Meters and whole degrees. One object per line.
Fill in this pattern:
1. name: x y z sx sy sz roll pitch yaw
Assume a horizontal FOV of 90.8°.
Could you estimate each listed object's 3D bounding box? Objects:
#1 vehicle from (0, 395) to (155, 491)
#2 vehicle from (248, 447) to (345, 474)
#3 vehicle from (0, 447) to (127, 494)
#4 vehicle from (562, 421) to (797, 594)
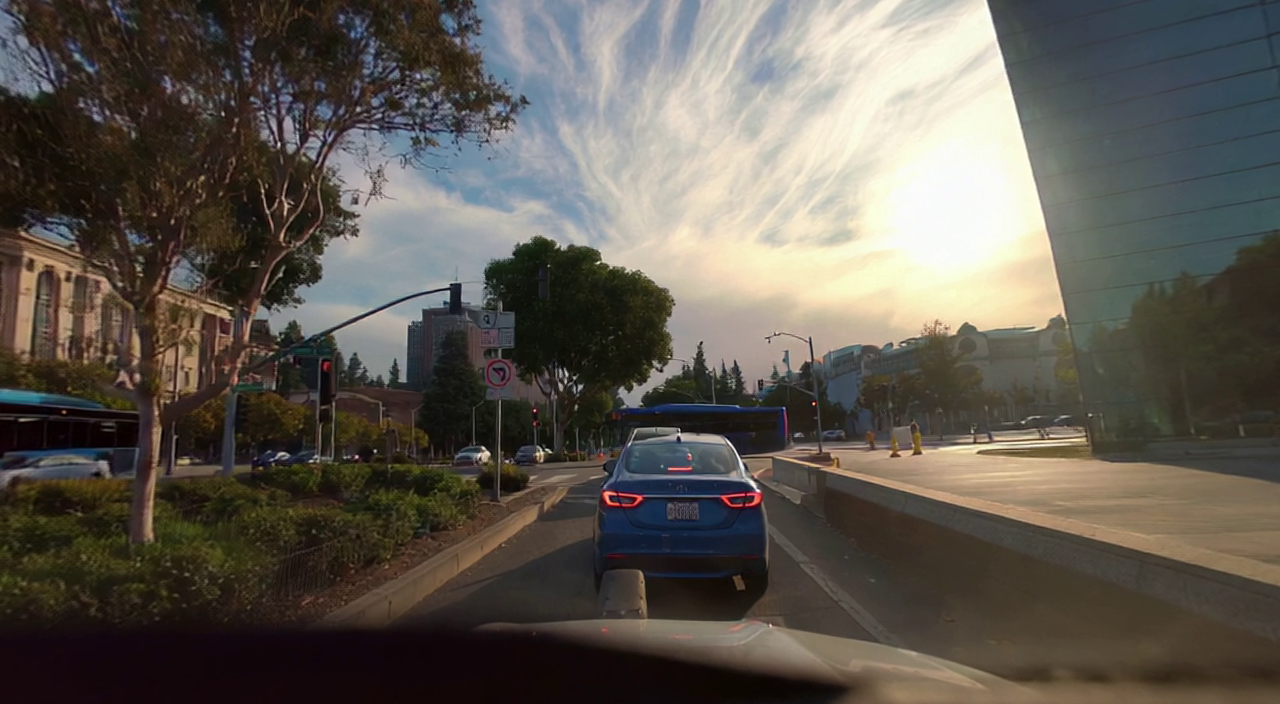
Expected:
1. vehicle: -25.952 3.648 25.331 2.692 3.685 10.153 -3 -9 20
2. vehicle: -20.308 6.386 37.601 1.883 1.461 4.830 -4 -9 23
3. vehicle: -22.892 4.472 24.189 1.892 1.645 4.561 -3 -9 19
4. vehicle: 0.374 1.621 7.398 2.006 1.470 3.799 0 -8 1
